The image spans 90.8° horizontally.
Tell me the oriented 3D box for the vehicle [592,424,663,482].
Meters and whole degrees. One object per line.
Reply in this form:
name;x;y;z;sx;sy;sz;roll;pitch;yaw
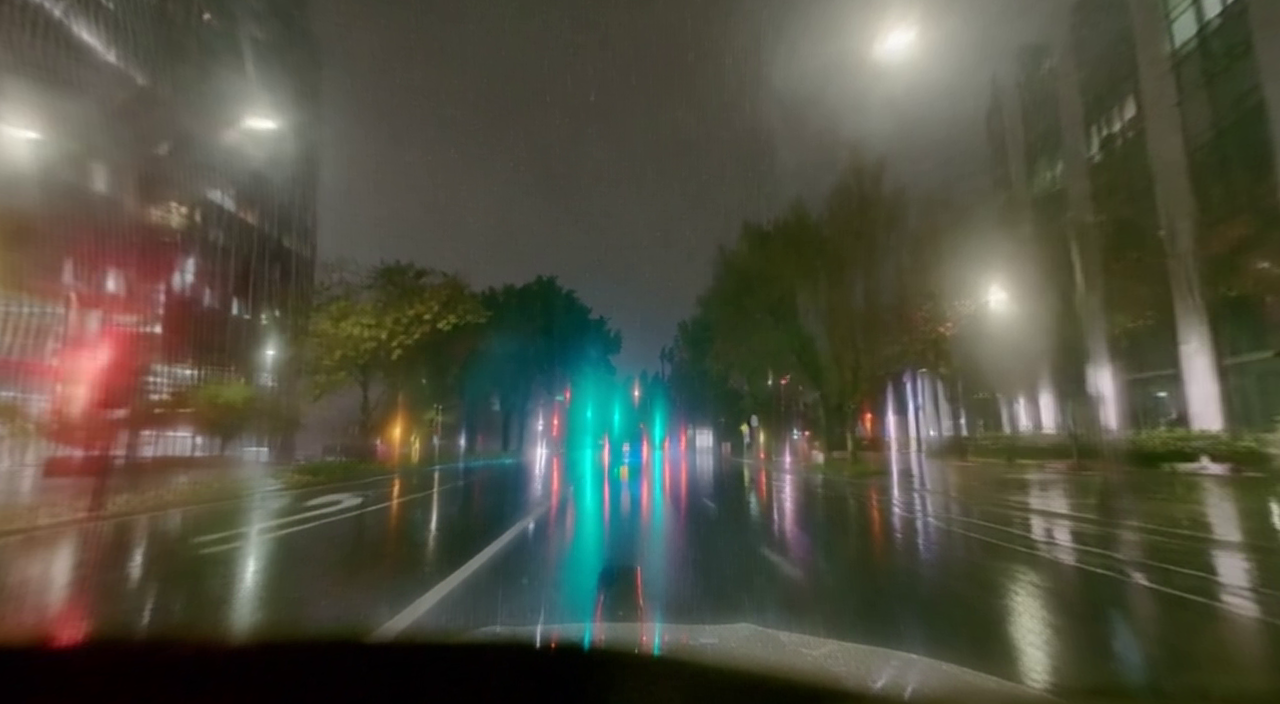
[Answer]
vehicle;-0.438;3.624;22.840;2.313;1.860;4.319;0;-9;-1
